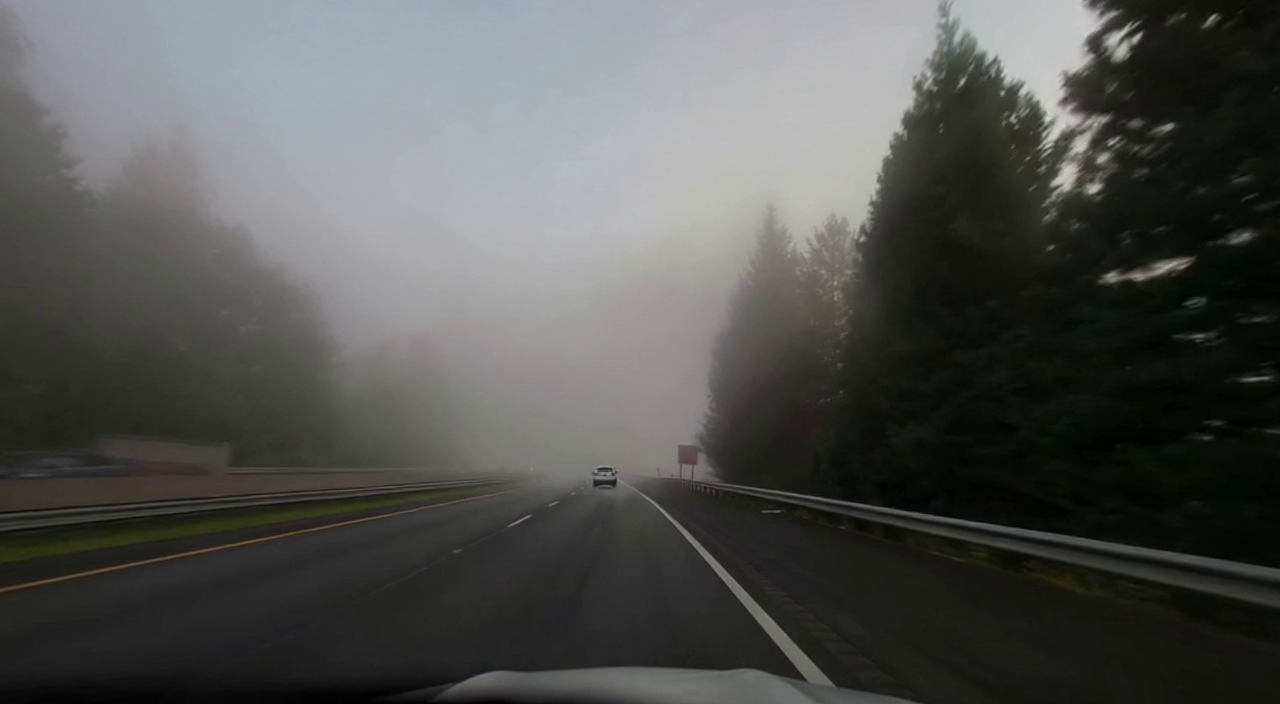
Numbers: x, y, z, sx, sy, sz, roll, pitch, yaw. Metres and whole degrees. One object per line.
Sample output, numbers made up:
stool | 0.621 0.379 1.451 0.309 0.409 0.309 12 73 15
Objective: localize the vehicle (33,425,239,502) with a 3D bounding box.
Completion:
vehicle | -17.633 4.024 22.660 2.487 2.367 5.817 1 -11 0
